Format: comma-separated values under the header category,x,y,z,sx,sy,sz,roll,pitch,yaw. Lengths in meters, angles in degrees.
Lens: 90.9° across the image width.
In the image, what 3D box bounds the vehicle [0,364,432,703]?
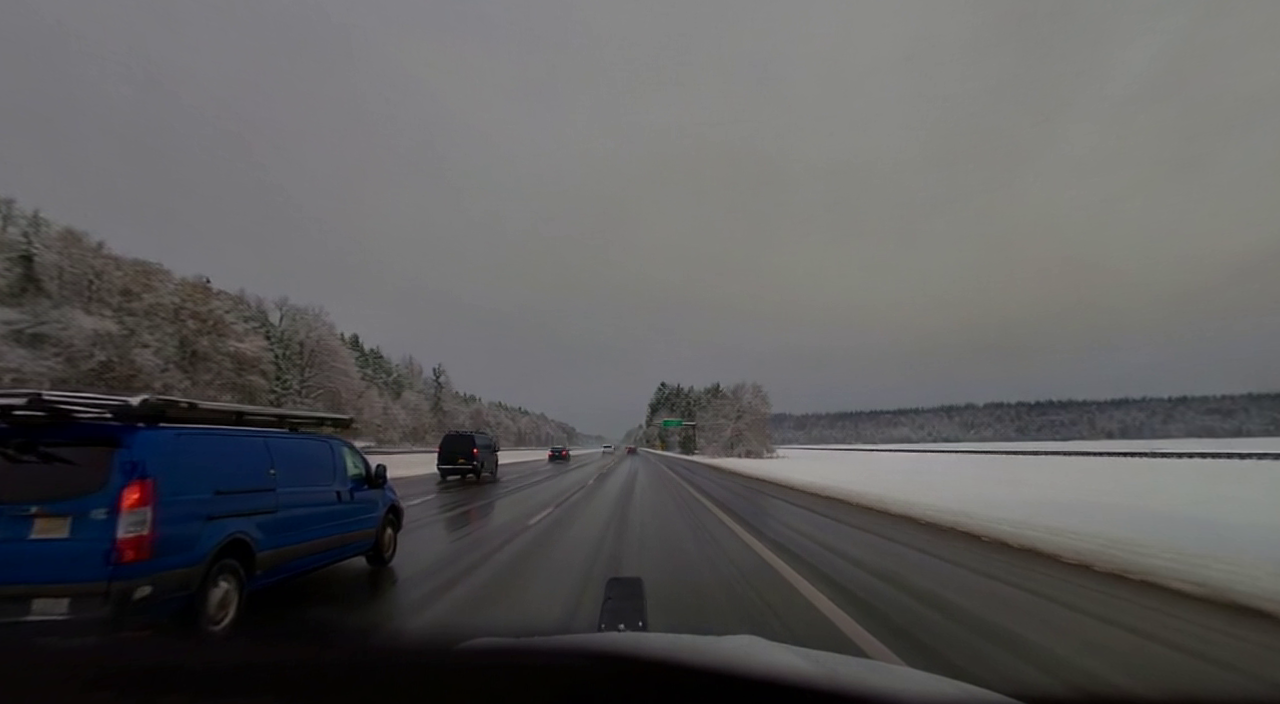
category,x,y,z,sx,sy,sz,roll,pitch,yaw
vehicle,-3.563,1.255,5.162,2.040,1.679,4.865,0,-9,0

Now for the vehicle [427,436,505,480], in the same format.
category,x,y,z,sx,sy,sz,roll,pitch,yaw
vehicle,-7.541,4.650,27.849,2.093,1.752,4.771,0,-9,0
